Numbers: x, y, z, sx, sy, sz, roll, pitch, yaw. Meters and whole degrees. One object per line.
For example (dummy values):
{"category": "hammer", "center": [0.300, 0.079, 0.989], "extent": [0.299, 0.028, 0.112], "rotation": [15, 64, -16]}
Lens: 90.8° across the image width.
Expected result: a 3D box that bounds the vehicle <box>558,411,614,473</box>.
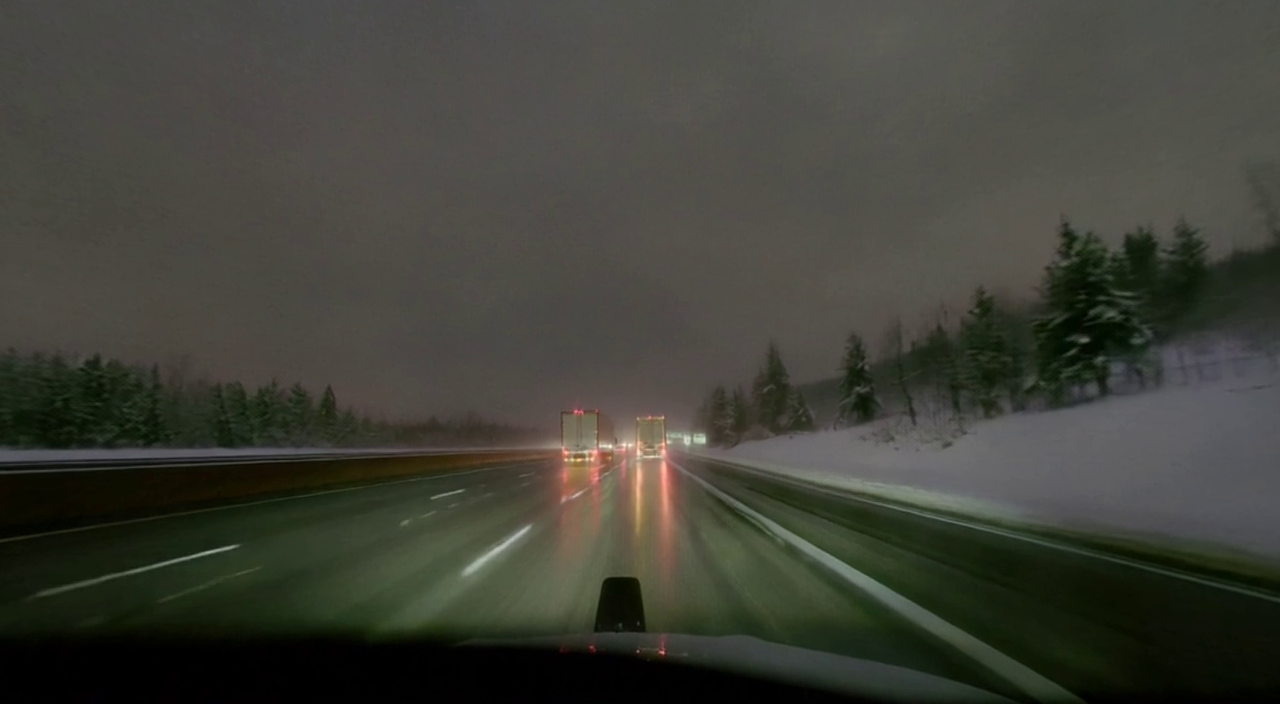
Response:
{"category": "vehicle", "center": [-3.000, 5.334, 37.024], "extent": [2.696, 3.266, 7.062], "rotation": [0, -9, 0]}
